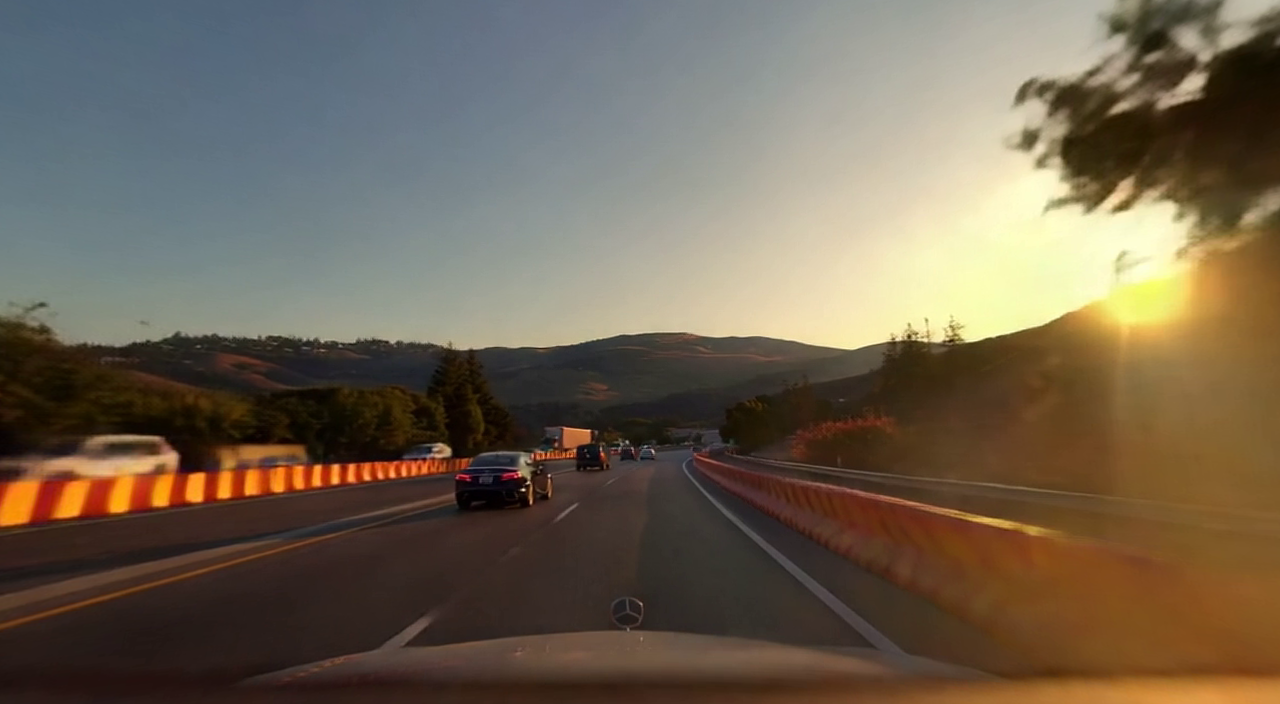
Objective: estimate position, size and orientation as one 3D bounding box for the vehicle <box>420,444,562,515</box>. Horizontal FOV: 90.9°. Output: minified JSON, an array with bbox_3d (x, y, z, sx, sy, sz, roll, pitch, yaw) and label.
[{"bbox_3d":[-3.075,2.737,13.974,2.061,1.330,3.928,0,-9,2],"label":"vehicle"}]

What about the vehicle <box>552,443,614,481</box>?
[{"bbox_3d":[-2.319,4.669,26.958,2.094,1.480,4.124,0,-9,3],"label":"vehicle"}]
